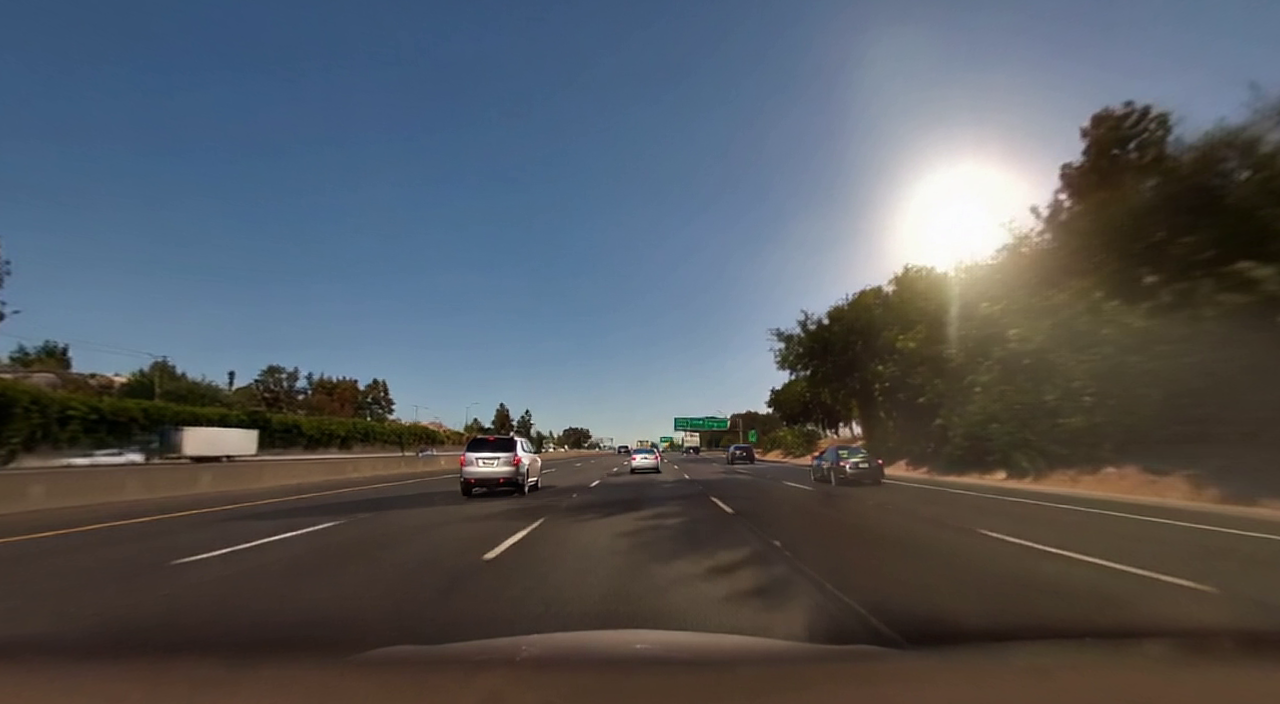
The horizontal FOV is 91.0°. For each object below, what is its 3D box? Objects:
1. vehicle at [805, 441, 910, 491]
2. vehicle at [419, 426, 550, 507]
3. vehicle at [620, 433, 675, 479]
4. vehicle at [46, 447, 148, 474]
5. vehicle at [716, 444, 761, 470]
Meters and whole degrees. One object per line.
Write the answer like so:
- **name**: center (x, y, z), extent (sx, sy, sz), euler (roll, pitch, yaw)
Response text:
- **vehicle**: center (7.105, 3.753, 21.105), extent (1.936, 1.480, 4.373), euler (0, -9, 0)
- **vehicle**: center (-3.779, 2.877, 16.188), extent (2.142, 1.759, 4.297), euler (0, -9, 2)
- **vehicle**: center (0.328, 4.680, 28.522), extent (2.270, 1.862, 4.949), euler (0, -9, 1)
- **vehicle**: center (-32.529, 6.497, 37.923), extent (1.851, 1.532, 4.535), euler (-1, -9, 4)
- **vehicle**: center (5.862, 6.309, 38.088), extent (2.005, 1.456, 4.287), euler (0, -9, -1)
